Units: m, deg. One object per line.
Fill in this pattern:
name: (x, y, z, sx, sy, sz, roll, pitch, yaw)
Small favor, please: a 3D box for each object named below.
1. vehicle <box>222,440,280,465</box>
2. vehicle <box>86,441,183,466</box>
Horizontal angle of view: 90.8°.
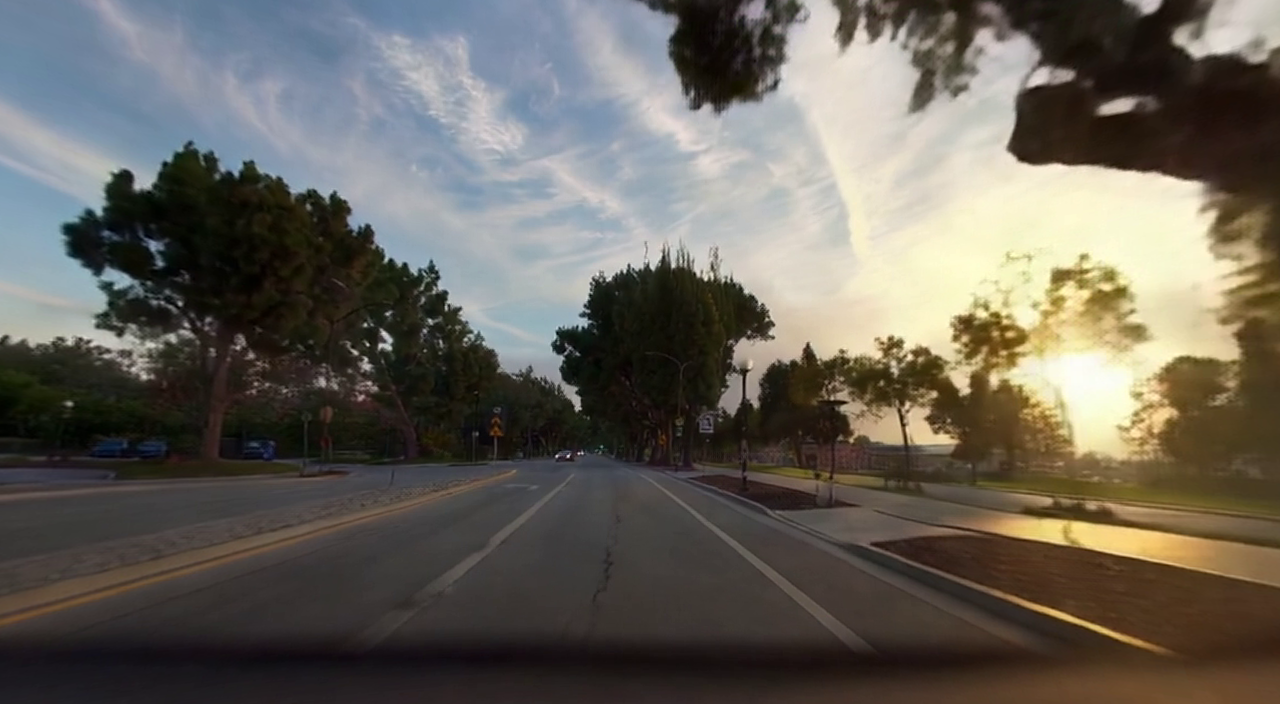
vehicle: (-29.962, 7.739, 48.837, 1.922, 1.805, 4.208, 0, -9, -3)
vehicle: (-32.130, 6.457, 40.257, 4.534, 1.488, 1.930, -1, -9, 2)
